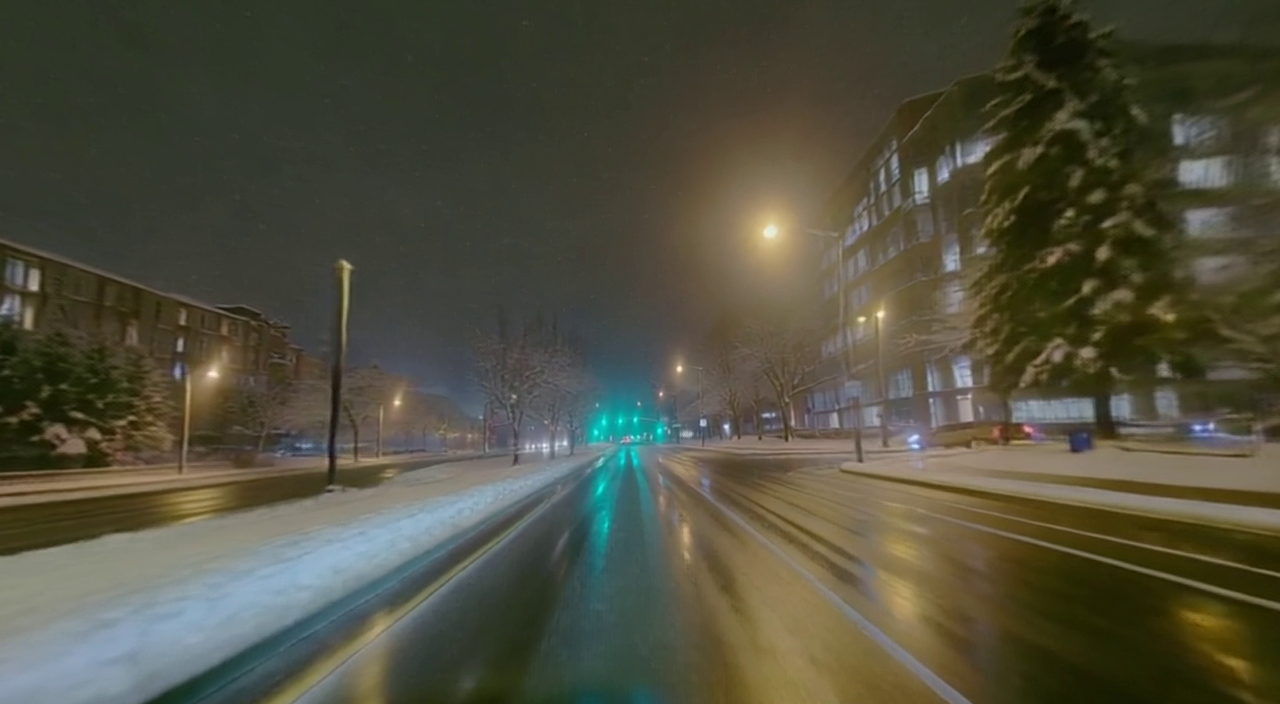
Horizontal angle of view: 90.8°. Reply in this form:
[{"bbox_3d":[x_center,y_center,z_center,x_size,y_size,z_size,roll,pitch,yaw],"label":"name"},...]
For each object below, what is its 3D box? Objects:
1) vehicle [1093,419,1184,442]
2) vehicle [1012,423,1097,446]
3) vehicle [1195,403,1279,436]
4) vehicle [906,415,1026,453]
[{"bbox_3d":[34.451,5.448,43.700,4.817,1.503,2.002,1,-9,-8],"label":"vehicle"},{"bbox_3d":[28.166,5.632,42.977,4.468,1.455,2.006,1,-9,-8],"label":"vehicle"},{"bbox_3d":[34.315,3.789,35.198,5.078,1.697,1.987,0,-9,-7],"label":"vehicle"},{"bbox_3d":[21.411,5.350,41.673,6.615,1.967,2.328,-3,-6,-5],"label":"vehicle"}]
